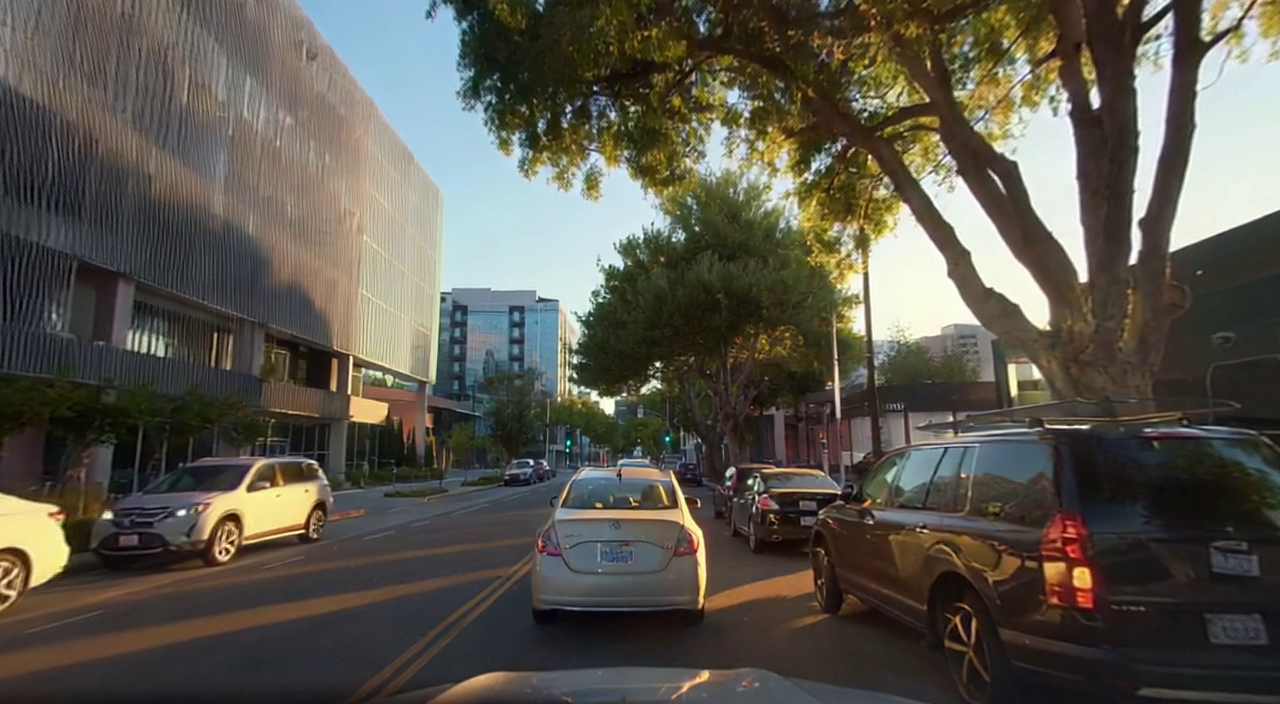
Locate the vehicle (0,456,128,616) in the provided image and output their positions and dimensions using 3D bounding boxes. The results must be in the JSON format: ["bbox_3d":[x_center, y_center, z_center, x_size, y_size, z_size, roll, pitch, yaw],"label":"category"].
[{"bbox_3d":[-6.953,1.581,5.158,1.900,1.471,4.202,1,-10,0],"label":"vehicle"}]

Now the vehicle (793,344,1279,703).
[{"bbox_3d":[2.717,1.327,4.952,1.868,1.920,4.501,1,-10,0],"label":"vehicle"}]

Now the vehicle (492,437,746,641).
[{"bbox_3d":[-0.148,1.834,6.925,2.018,1.583,3.646,1,-10,0],"label":"vehicle"}]

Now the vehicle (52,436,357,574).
[{"bbox_3d":[-6.822,2.515,10.681,1.994,1.701,4.520,-3,-12,-1],"label":"vehicle"}]
